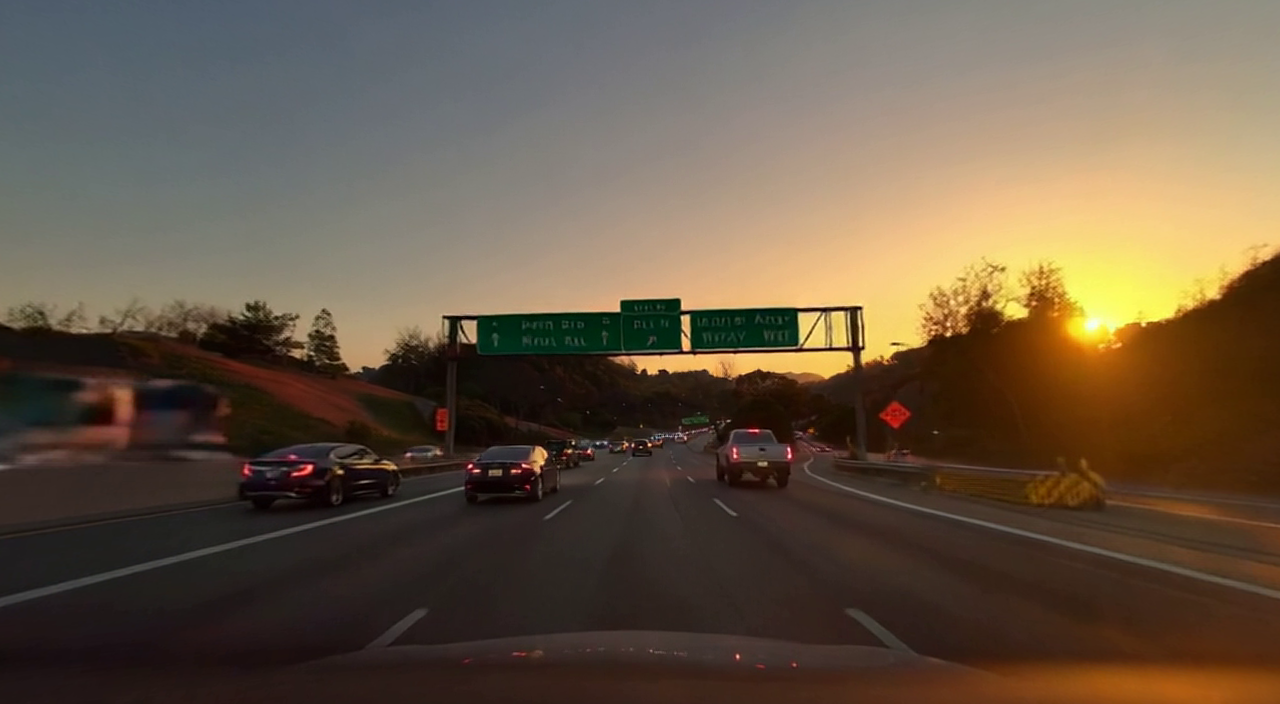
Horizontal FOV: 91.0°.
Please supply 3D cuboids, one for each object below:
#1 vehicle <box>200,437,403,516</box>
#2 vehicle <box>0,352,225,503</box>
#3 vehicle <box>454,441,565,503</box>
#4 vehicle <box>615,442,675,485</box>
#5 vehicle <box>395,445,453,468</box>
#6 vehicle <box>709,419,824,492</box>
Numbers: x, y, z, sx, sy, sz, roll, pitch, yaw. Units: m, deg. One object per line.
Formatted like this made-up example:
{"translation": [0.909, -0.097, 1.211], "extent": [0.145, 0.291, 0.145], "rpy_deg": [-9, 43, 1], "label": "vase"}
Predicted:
{"translation": [-7.435, 2.772, 14.514], "extent": [2.065, 1.519, 4.491], "rpy_deg": [0, -9, 1], "label": "vehicle"}
{"translation": [-16.323, 2.327, 18.536], "extent": [2.900, 3.555, 7.278], "rpy_deg": [0, -9, 2], "label": "vehicle"}
{"translation": [-3.444, 3.263, 17.600], "extent": [1.996, 1.488, 4.451], "rpy_deg": [0, -9, 2], "label": "vehicle"}
{"translation": [0.226, 4.213, 24.086], "extent": [2.071, 1.478, 4.130], "rpy_deg": [0, -9, 1], "label": "vehicle"}
{"translation": [-15.502, 7.535, 45.571], "extent": [2.287, 1.546, 4.741], "rpy_deg": [-1, -9, 3], "label": "vehicle"}
{"translation": [4.112, 3.595, 22.074], "extent": [2.802, 2.151, 6.579], "rpy_deg": [0, -9, 1], "label": "vehicle"}
